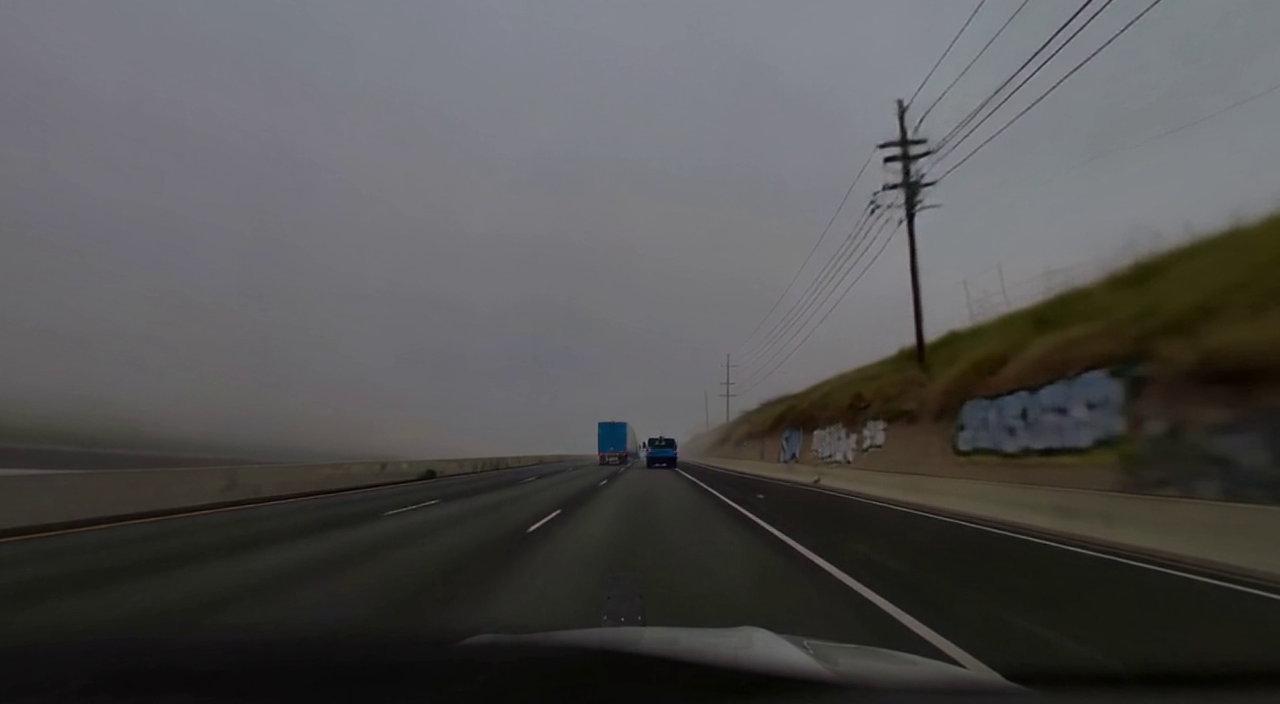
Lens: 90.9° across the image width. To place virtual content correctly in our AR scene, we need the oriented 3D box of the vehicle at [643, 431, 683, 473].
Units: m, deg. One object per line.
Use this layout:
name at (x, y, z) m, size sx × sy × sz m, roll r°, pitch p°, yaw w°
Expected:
vehicle at (1.468, 6.810, 42.863) m, size 2.462 × 2.627 × 5.799 m, roll 0°, pitch -9°, yaw -1°
